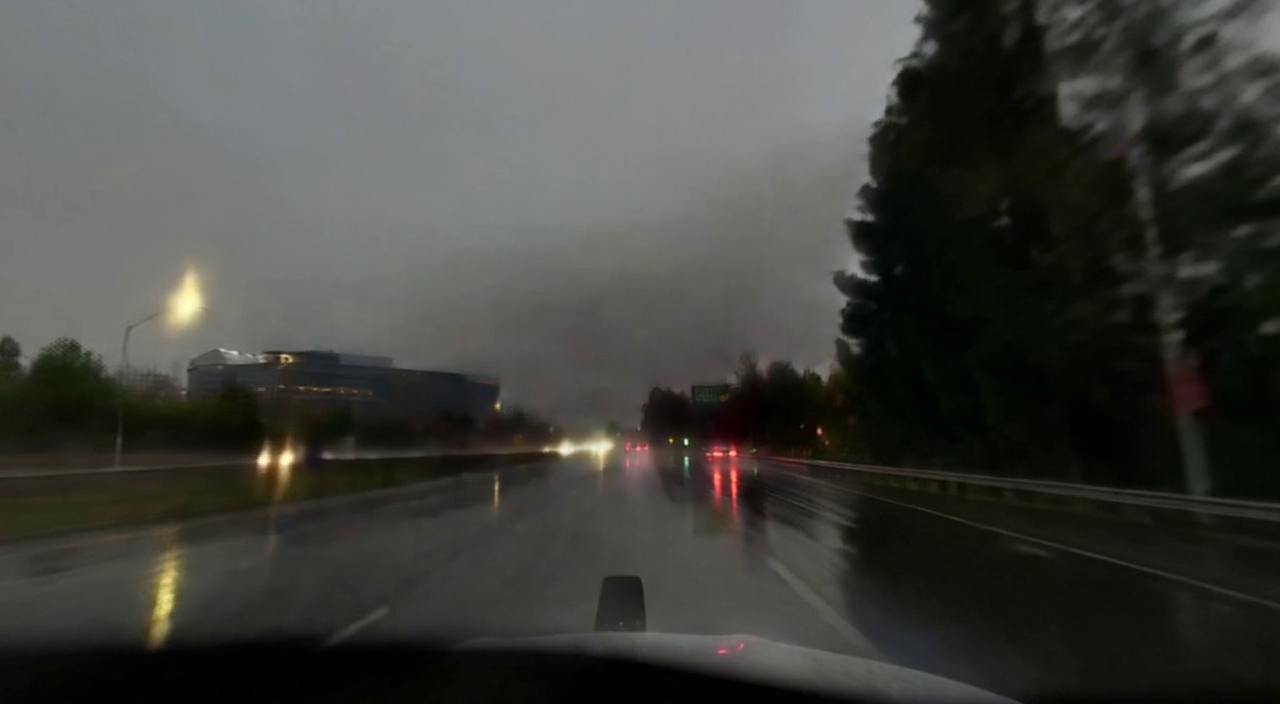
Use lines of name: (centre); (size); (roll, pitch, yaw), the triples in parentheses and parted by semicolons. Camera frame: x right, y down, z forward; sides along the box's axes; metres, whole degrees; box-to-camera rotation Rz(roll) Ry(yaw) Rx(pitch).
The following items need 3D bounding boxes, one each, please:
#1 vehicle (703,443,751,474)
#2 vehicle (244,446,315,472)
vehicle: (4.876, 6.025, 35.813); (2.085, 1.594, 4.848); (0, -9, 1)
vehicle: (-24.012, 7.102, 42.126); (1.958, 1.646, 4.547); (0, -9, 2)
